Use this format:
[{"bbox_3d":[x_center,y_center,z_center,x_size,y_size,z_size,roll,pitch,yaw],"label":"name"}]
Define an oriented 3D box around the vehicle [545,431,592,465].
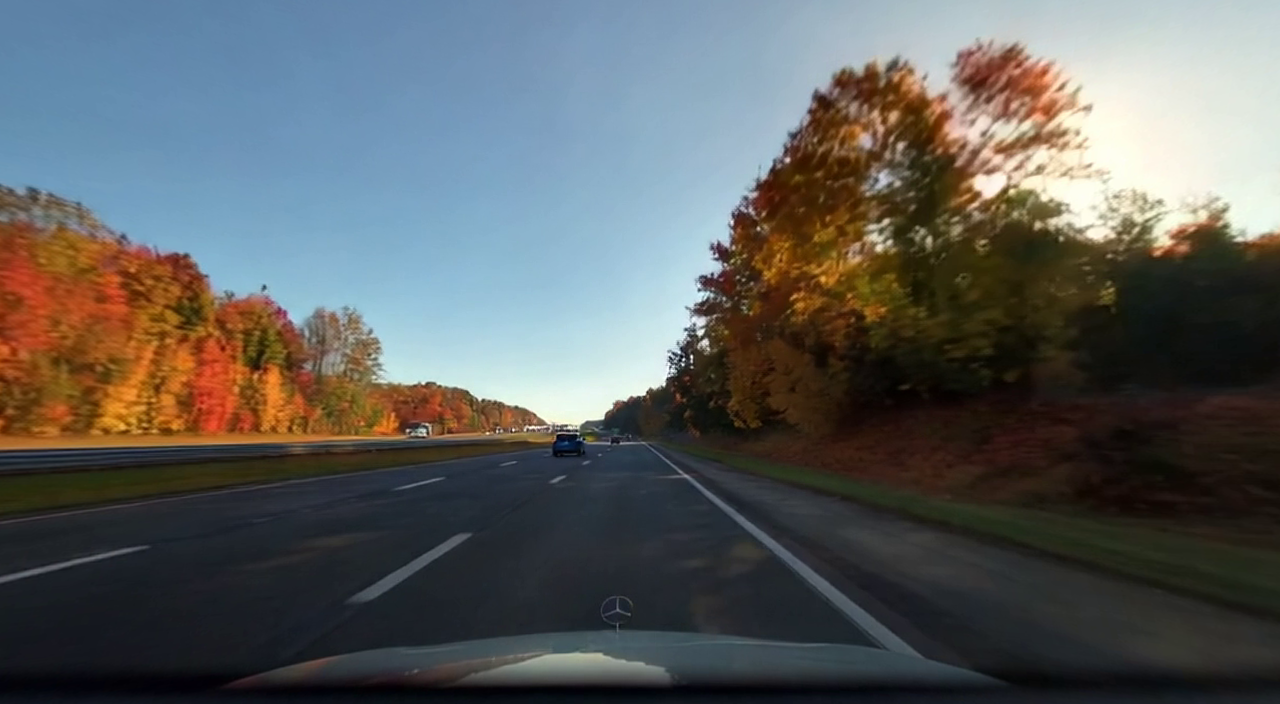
[{"bbox_3d":[-3.714,5.087,33.564,2.057,1.666,4.552,0,-8,-1],"label":"vehicle"}]
